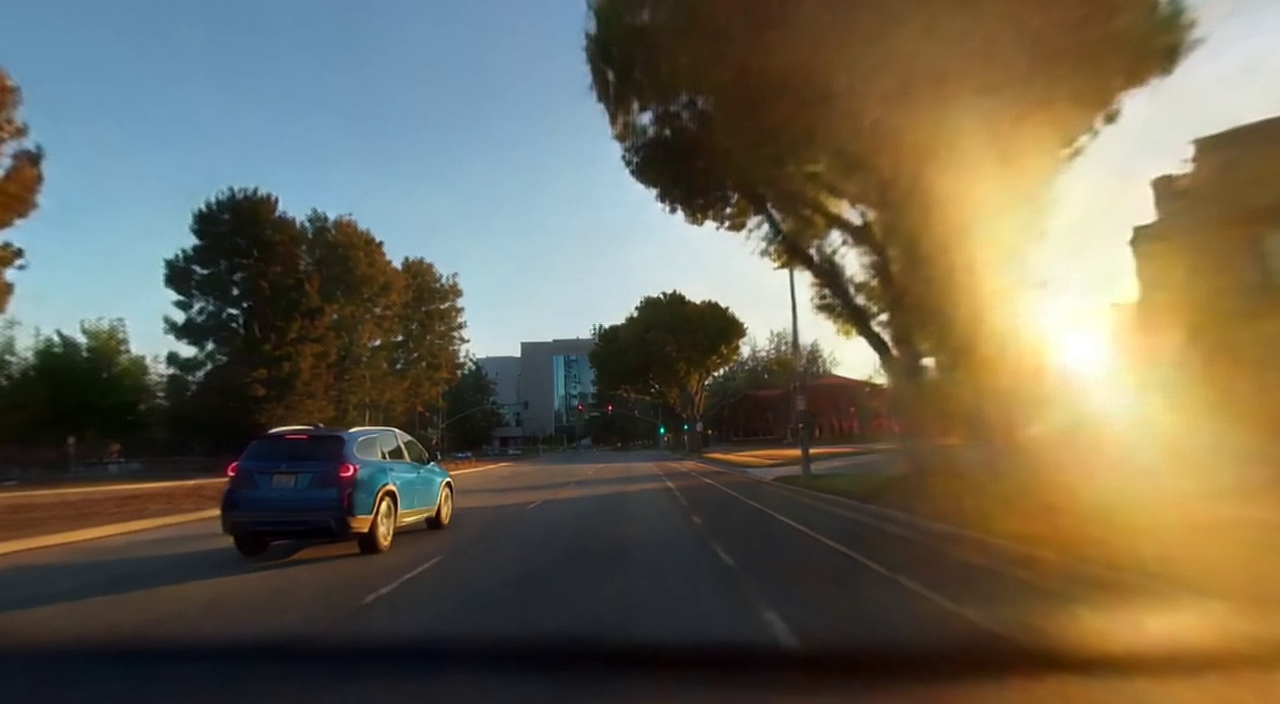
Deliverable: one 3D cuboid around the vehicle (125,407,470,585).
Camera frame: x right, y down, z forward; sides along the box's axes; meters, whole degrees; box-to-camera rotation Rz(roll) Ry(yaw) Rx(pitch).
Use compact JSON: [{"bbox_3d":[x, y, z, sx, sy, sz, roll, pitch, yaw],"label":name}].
[{"bbox_3d":[-3.953,1.737,8.450,2.121,1.724,4.392,0,-9,0],"label":"vehicle"}]
